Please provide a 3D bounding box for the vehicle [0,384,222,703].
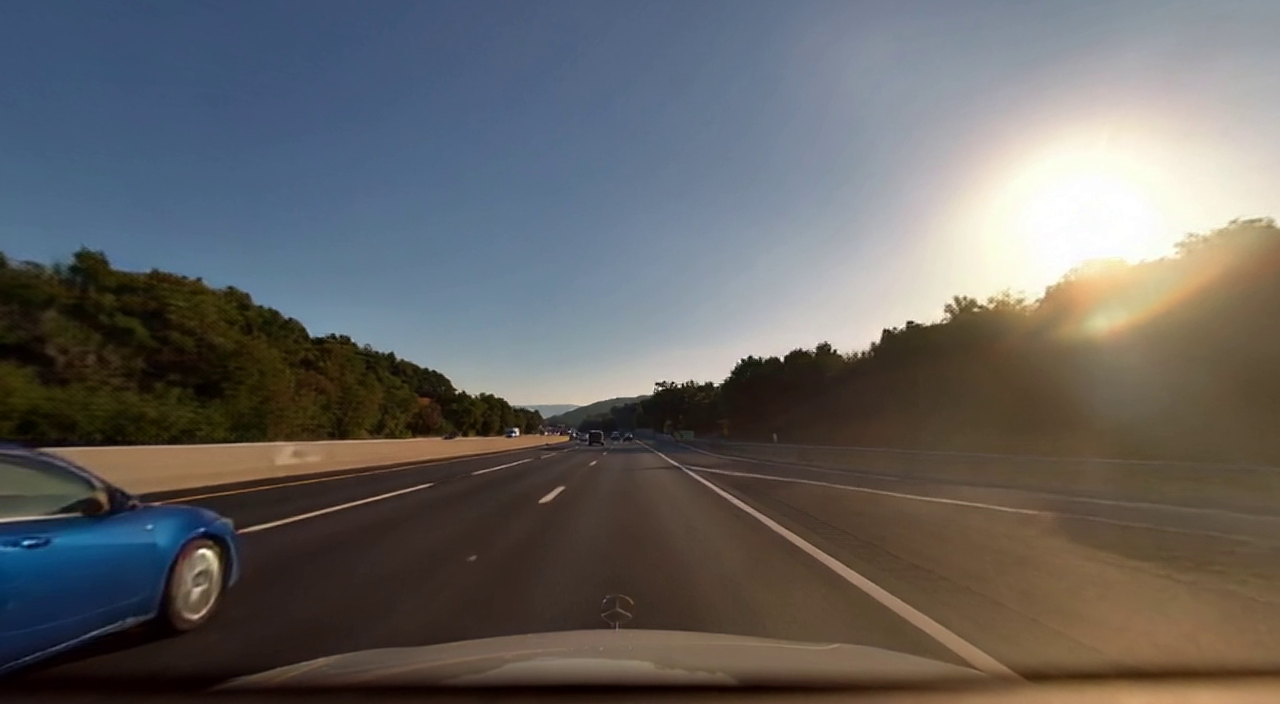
[{"bbox_3d":[-3.794,0.800,1.976,2.026,1.517,4.325,0,-8,-1],"label":"vehicle"}]
